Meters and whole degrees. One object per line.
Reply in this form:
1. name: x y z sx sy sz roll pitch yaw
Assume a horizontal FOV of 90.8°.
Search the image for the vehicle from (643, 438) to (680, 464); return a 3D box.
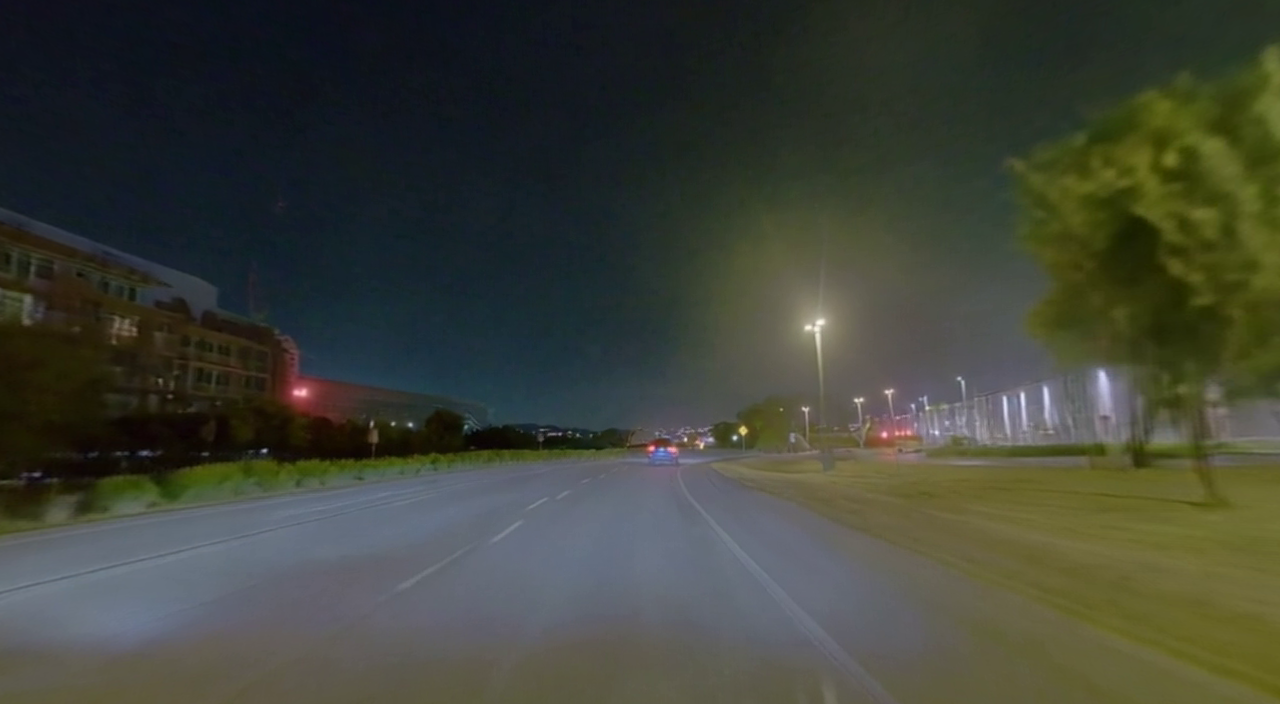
1. vehicle: 1.601 7.108 45.394 2.370 1.781 4.440 -1 -9 6
